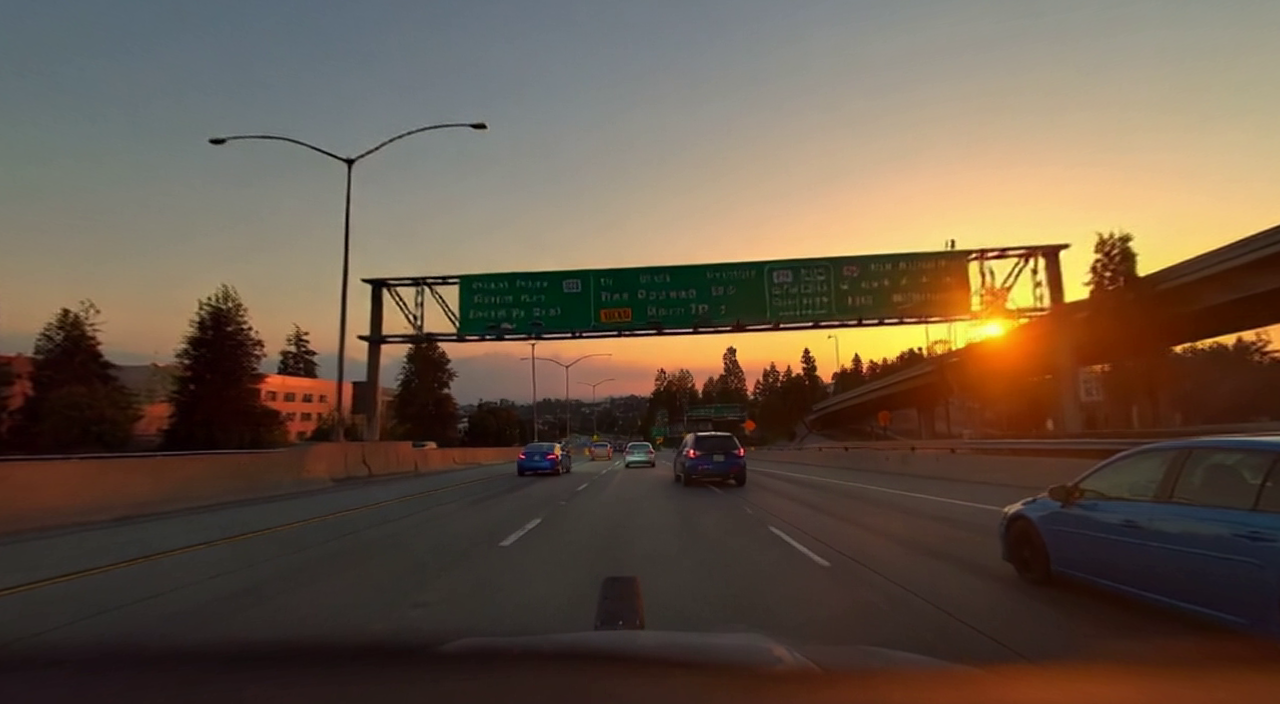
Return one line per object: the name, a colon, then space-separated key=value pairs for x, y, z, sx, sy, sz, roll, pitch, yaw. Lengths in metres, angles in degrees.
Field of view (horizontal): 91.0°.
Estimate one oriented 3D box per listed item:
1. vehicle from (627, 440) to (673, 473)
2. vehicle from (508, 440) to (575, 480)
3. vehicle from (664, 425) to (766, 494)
vehicle: x=0.461 y=5.051 z=30.618 sx=2.089 sy=1.493 sz=3.964 roll=0 pitch=-8 yaw=0
vehicle: x=-3.972 y=4.405 z=26.041 sx=2.031 sy=1.491 sz=4.145 roll=0 pitch=-8 yaw=1
vehicle: x=2.007 y=3.082 z=18.327 sx=2.202 sy=1.748 sz=4.158 roll=1 pitch=-8 yaw=-4
